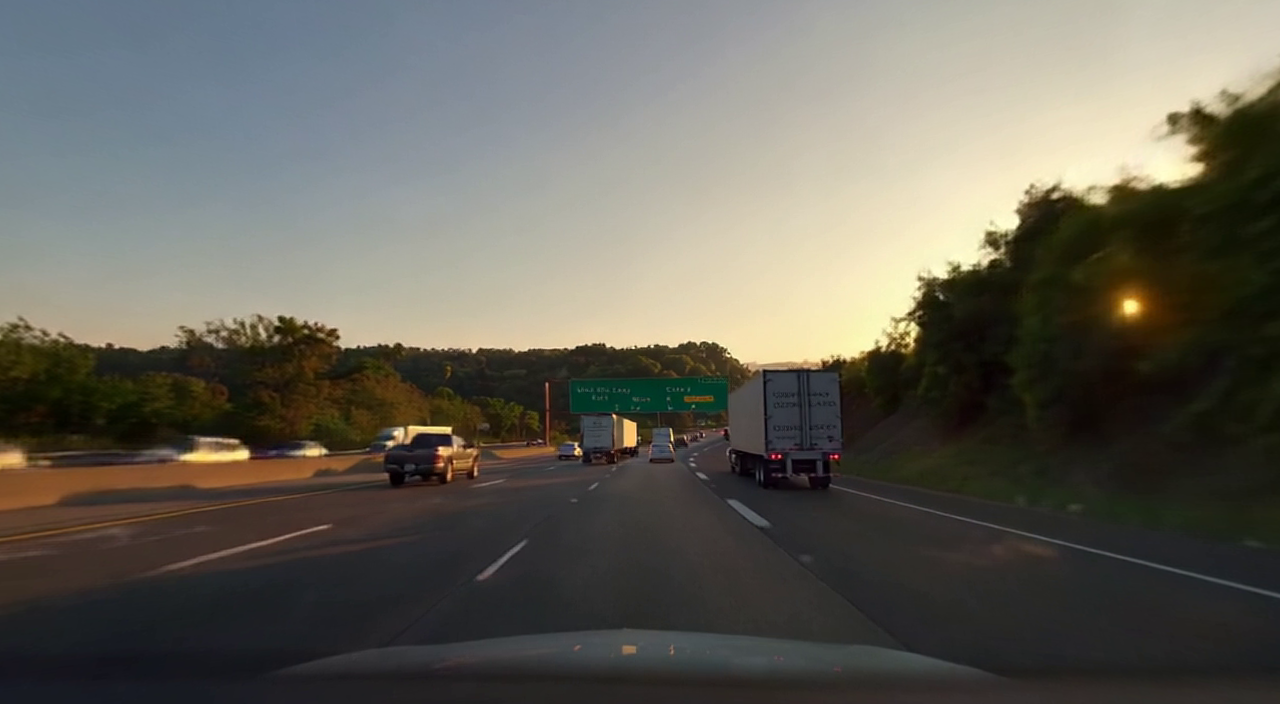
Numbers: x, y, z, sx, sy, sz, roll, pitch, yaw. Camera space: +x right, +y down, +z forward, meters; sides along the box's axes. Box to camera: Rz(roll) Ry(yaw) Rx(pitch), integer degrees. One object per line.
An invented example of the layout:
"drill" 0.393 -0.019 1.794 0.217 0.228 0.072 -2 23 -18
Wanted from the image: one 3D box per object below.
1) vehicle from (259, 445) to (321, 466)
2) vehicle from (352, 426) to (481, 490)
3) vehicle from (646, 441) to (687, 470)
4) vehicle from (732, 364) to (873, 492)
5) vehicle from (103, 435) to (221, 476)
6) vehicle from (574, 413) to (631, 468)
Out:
"vehicle" -27.088 8.005 48.979 1.901 1.466 4.771 0 -9 2
"vehicle" -7.155 3.484 20.977 2.272 1.850 5.156 0 -9 2
"vehicle" 1.427 5.645 34.562 2.105 1.502 4.068 0 -9 2
"vehicle" 4.982 2.632 21.104 2.895 3.484 7.631 0 -9 2
"vehicle" -23.542 5.099 31.350 1.985 1.871 4.730 0 -9 2
"vehicle" -2.235 5.660 40.064 2.745 3.156 7.608 -1 -9 3
